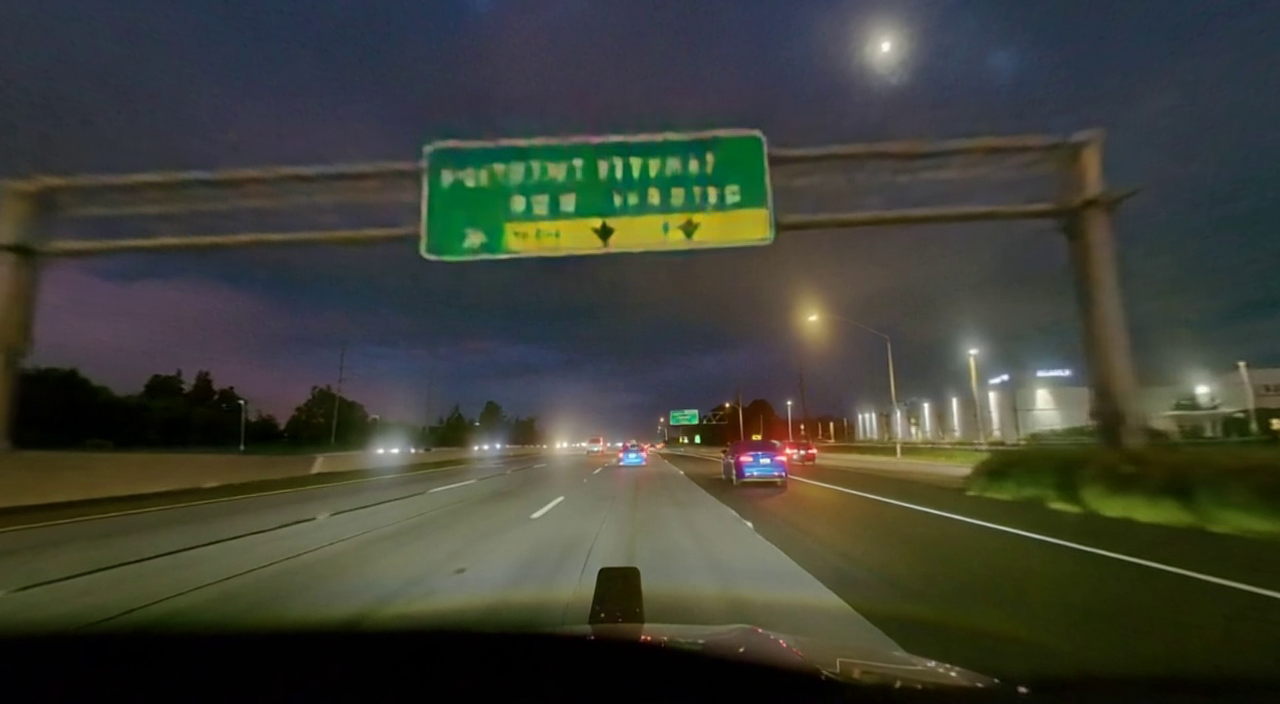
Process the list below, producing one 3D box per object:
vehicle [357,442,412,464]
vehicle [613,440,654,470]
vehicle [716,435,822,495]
[{"bbox_3d":[-19.806,7.820,48.995,2.306,1.598,4.570,0,-8,0],"label":"vehicle"},{"bbox_3d":[-0.361,5.453,33.606,2.019,1.472,3.971,0,-8,-1],"label":"vehicle"},{"bbox_3d":[3.584,3.224,18.390,1.995,1.533,4.463,0,-8,-2],"label":"vehicle"}]
